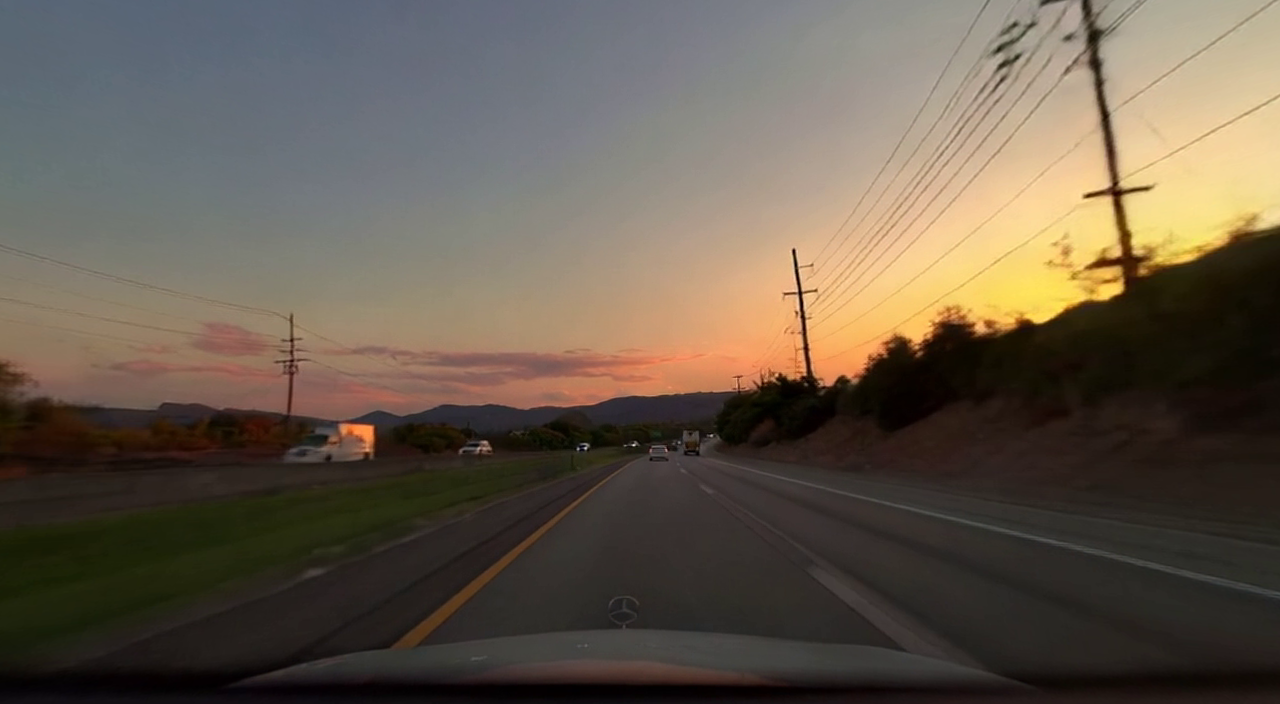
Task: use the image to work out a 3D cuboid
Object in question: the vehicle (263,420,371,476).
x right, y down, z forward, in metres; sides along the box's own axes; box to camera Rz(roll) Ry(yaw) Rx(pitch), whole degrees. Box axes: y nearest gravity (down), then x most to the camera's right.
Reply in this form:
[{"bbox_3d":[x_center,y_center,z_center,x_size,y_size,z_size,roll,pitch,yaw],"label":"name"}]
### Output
[{"bbox_3d":[-19.926,5.993,39.425,3.334,3.169,5.984,-1,-9,2],"label":"vehicle"}]
